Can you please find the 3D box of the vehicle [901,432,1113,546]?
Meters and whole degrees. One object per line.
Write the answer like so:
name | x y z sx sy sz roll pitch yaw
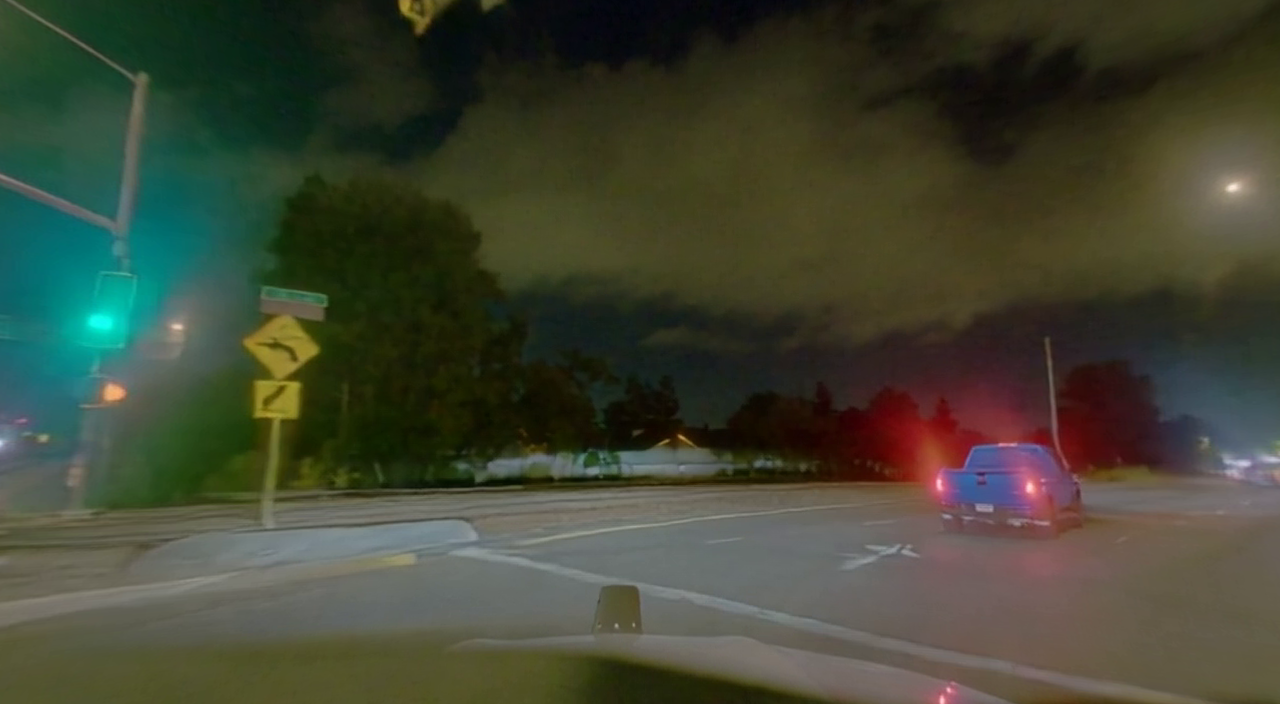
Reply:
vehicle | 8.002 2.760 13.533 5.251 1.926 2.404 8 -12 -43
